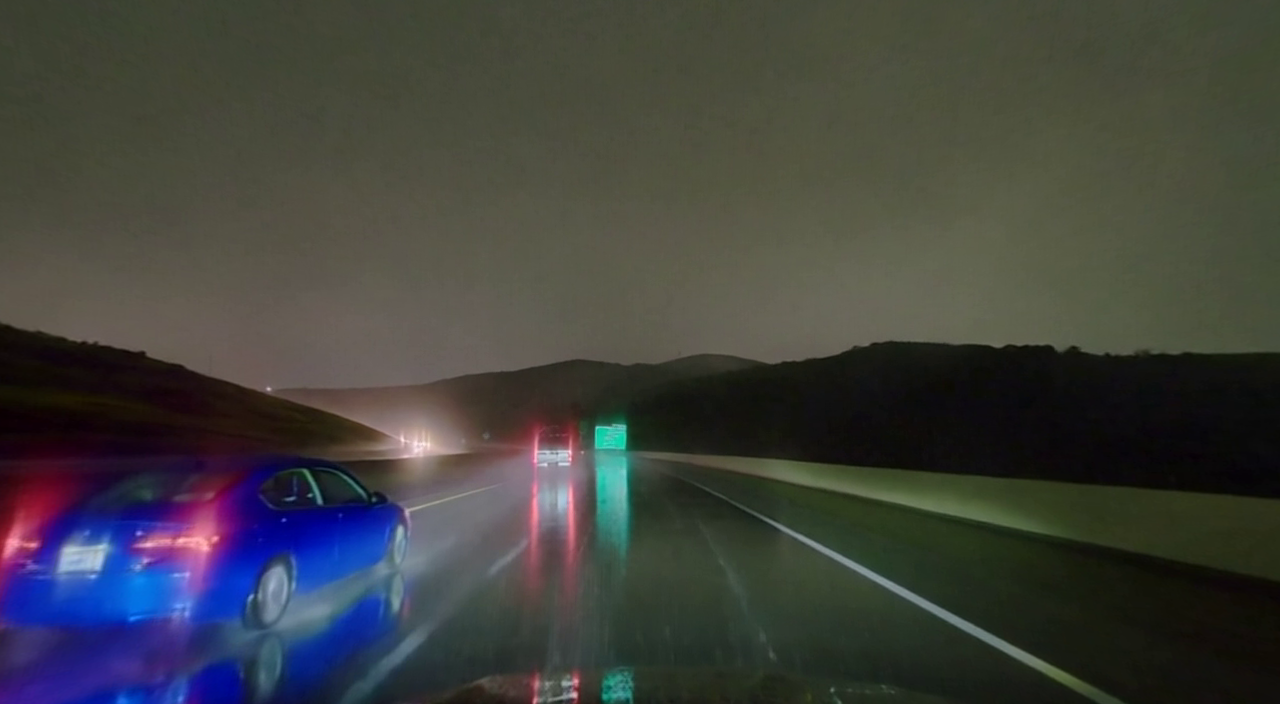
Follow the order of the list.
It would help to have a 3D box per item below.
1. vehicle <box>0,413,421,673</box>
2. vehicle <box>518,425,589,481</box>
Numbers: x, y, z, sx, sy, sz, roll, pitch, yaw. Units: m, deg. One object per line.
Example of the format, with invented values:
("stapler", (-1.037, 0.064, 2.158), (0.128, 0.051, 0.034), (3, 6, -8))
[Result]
("vehicle", (-4.022, 1.474, 6.073), (2.097, 1.511, 4.585), (-1, -9, 1))
("vehicle", (-3.692, 4.457, 28.072), (2.444, 2.204, 5.568), (0, -9, -1))
